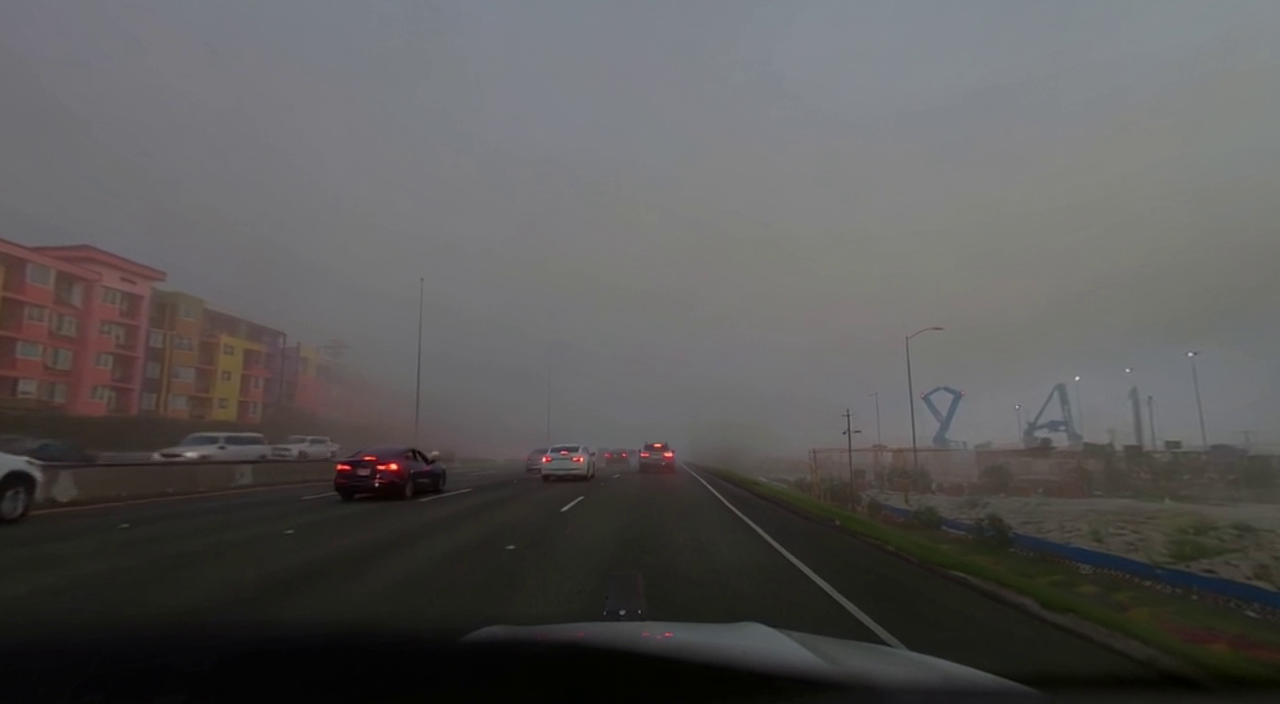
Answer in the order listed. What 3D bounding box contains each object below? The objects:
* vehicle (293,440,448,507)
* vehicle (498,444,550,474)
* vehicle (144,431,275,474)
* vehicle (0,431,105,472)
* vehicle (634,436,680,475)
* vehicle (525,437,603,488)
[{"bbox_3d":[-6.776,3.088,16.490,1.959,1.486,4.460,0,-9,2],"label":"vehicle"},{"bbox_3d":[-6.265,5.801,34.514,1.931,1.505,4.386,0,-9,2],"label":"vehicle"},{"bbox_3d":[-18.823,4.432,27.896,2.084,1.702,5.035,0,-9,3],"label":"vehicle"},{"bbox_3d":[-26.291,4.321,27.448,1.849,1.608,4.463,0,-9,2],"label":"vehicle"},{"bbox_3d":[0.848,5.096,31.236,2.116,1.763,4.352,0,-9,1],"label":"vehicle"},{"bbox_3d":[-2.664,4.019,23.192,2.109,1.657,4.554,0,-9,3],"label":"vehicle"}]
